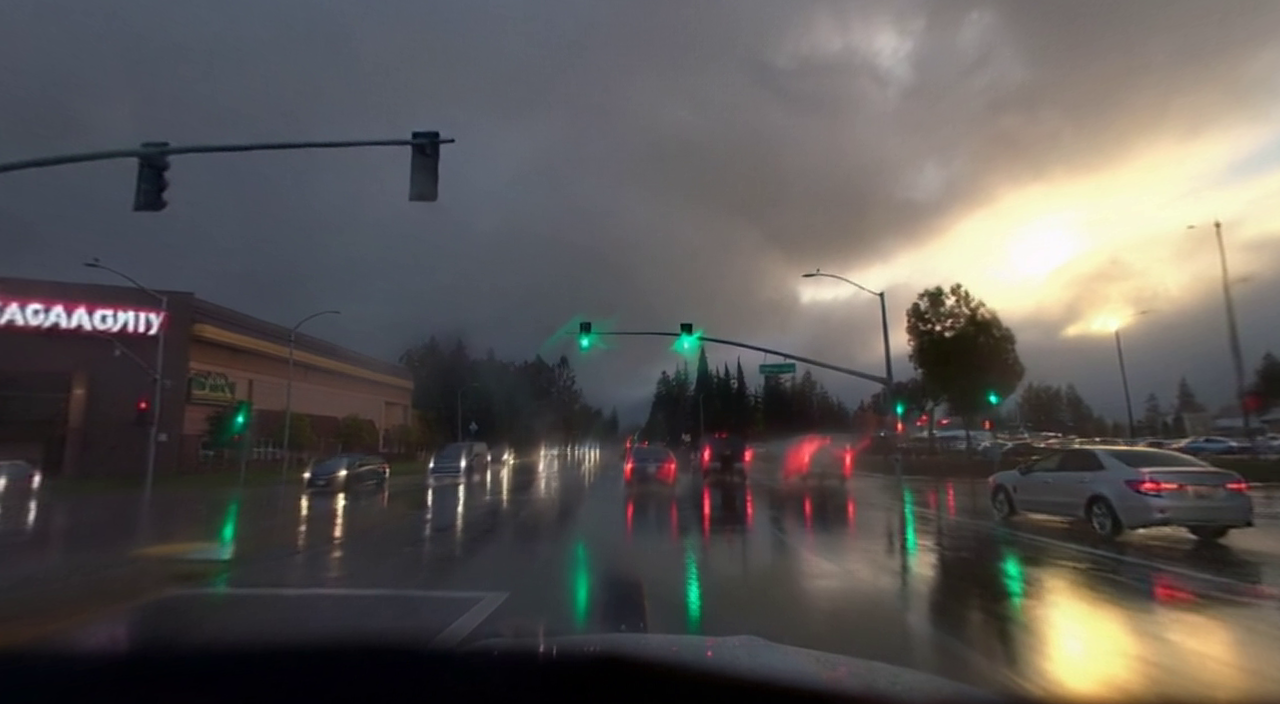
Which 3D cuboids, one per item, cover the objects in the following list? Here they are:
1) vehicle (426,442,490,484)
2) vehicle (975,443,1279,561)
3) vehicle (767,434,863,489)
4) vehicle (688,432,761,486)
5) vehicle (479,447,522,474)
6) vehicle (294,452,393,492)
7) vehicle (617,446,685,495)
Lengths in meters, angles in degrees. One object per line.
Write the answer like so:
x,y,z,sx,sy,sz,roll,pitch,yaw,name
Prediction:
-8.385,5.135,29.465,1.904,1.789,4.021,0,-8,-2,vehicle
7.756,2.264,10.435,1.905,1.498,4.463,0,-8,-1,vehicle
7.022,4.453,26.061,2.323,2.009,5.266,0,-8,-2,vehicle
3.559,4.644,27.756,2.358,2.116,5.328,0,-8,-2,vehicle
-8.949,6.954,40.763,1.827,1.602,4.115,0,-8,-1,vehicle
-12.580,5.093,27.199,1.969,1.486,4.773,0,-8,0,vehicle
0.276,3.838,20.807,2.038,1.447,3.756,0,-8,-2,vehicle
